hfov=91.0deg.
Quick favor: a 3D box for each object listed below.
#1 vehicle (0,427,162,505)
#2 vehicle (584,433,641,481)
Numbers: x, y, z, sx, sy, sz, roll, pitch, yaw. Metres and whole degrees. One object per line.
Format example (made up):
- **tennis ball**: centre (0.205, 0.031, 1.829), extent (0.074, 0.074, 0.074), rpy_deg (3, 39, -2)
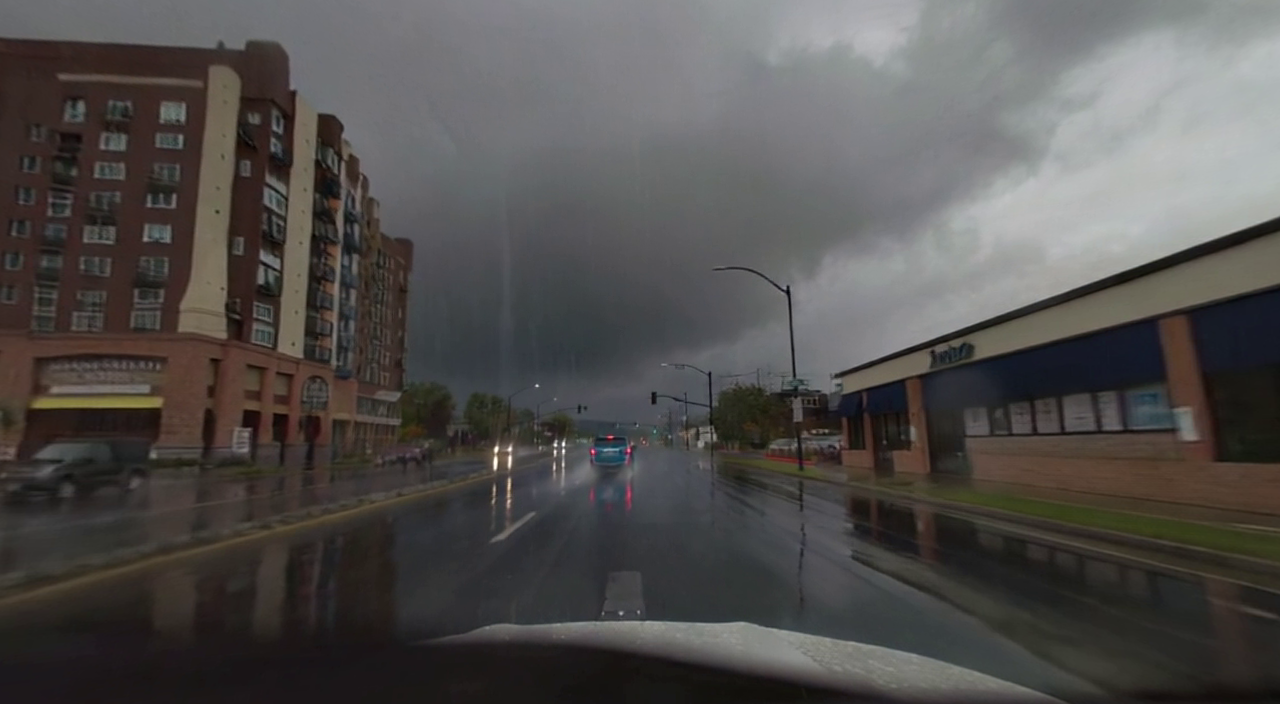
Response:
- **vehicle**: centre (-17.953, 3.494, 19.761), extent (2.112, 2.138, 4.888), rpy_deg (0, -8, -2)
- **vehicle**: centre (-1.002, 4.122, 24.987), extent (2.080, 1.722, 3.766), rpy_deg (0, -8, 0)
